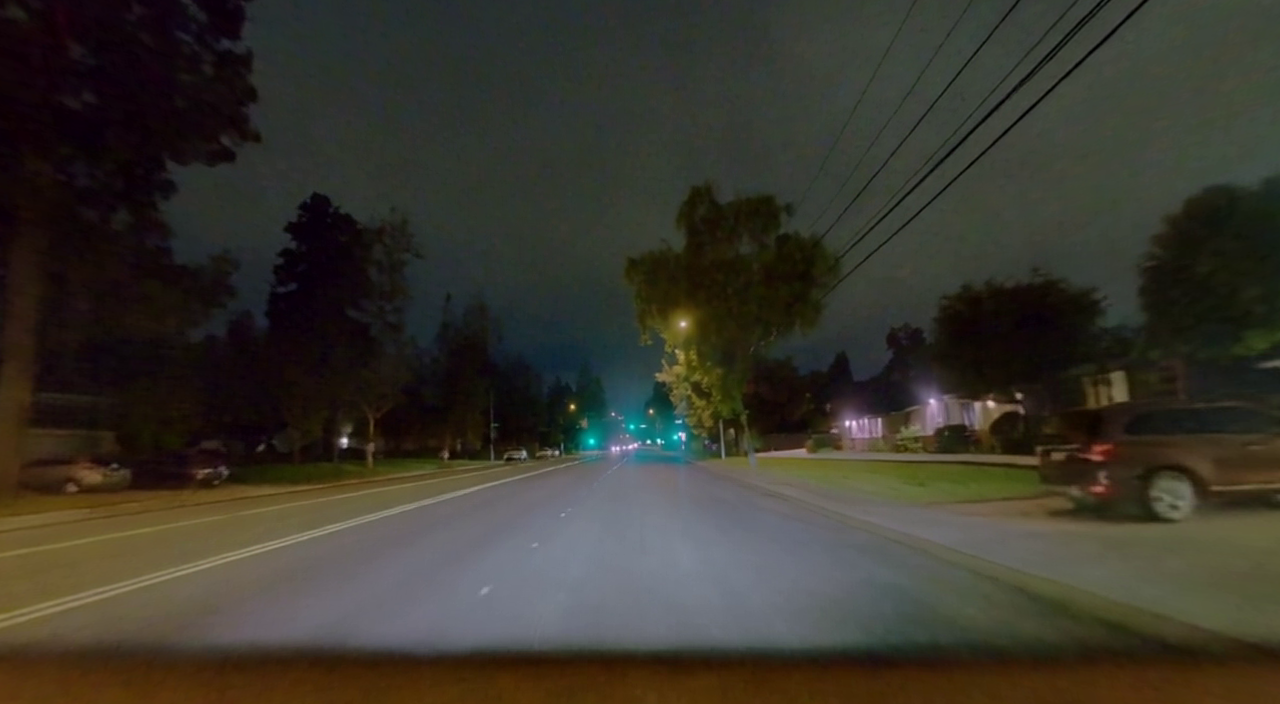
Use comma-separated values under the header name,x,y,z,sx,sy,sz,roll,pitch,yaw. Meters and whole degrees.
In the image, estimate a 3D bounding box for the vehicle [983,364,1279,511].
name,x,y,z,sx,sy,sz,roll,pitch,yaw
vehicle,9.277,1.435,10.298,5.933,2.038,2.382,1,-9,2

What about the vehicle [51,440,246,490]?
name,x,y,z,sx,sy,sz,roll,pitch,yaw
vehicle,-21.333,4.906,27.828,6.005,2.000,2.870,1,-7,-9

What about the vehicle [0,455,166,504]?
name,x,y,z,sx,sy,sz,roll,pitch,yaw
vehicle,-19.039,4.278,21.524,4.450,1.409,1.990,6,-11,-39
